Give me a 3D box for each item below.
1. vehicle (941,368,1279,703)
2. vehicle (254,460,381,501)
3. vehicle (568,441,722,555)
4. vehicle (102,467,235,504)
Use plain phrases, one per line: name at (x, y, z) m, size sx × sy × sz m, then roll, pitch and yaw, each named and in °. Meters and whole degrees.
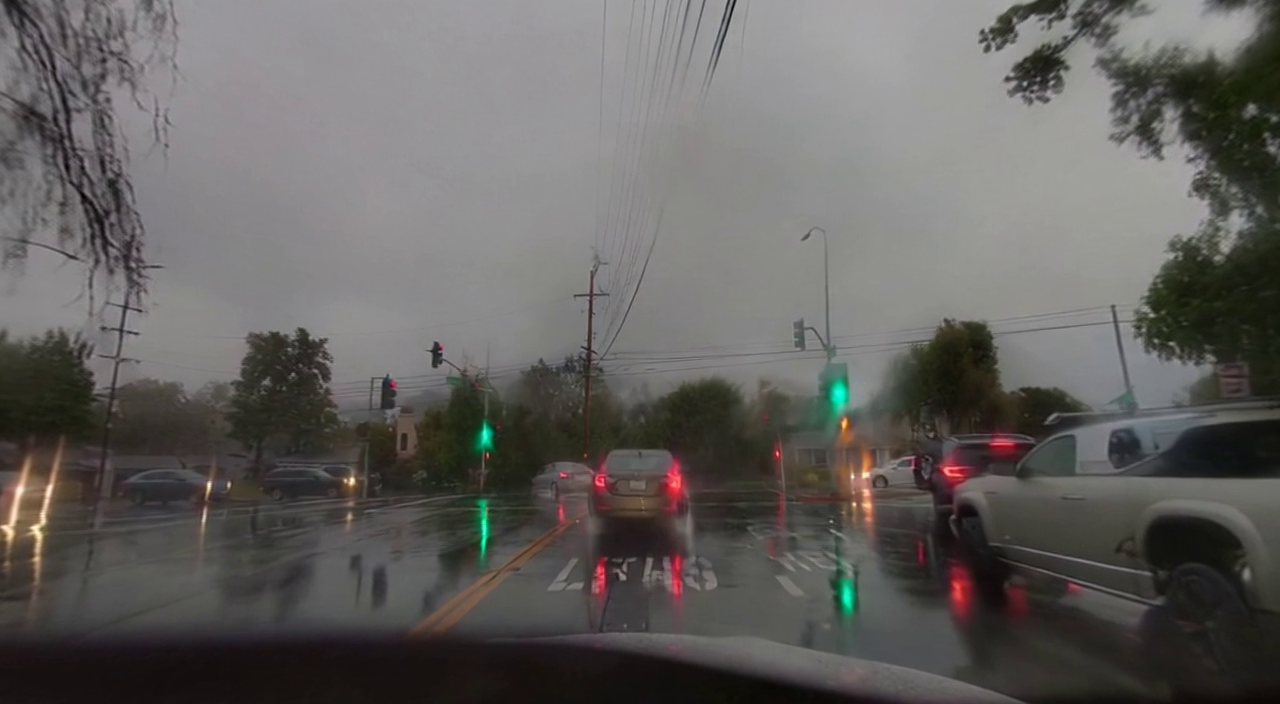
vehicle at (4.572, 1.278, 5.131) m, size 2.095 × 1.836 × 4.895 m, roll -1°, pitch -8°, yaw 4°
vehicle at (-13.885, 5.507, 27.245) m, size 4.485 × 1.625 × 1.980 m, roll -2°, pitch -9°, yaw 10°
vehicle at (0.105, 2.313, 10.824) m, size 2.078 × 1.506 × 4.512 m, roll 0°, pitch -8°, yaw 1°
vehicle at (-21.080, 5.946, 28.261) m, size 4.736 × 1.475 × 1.921 m, roll -2°, pitch -9°, yaw 9°
